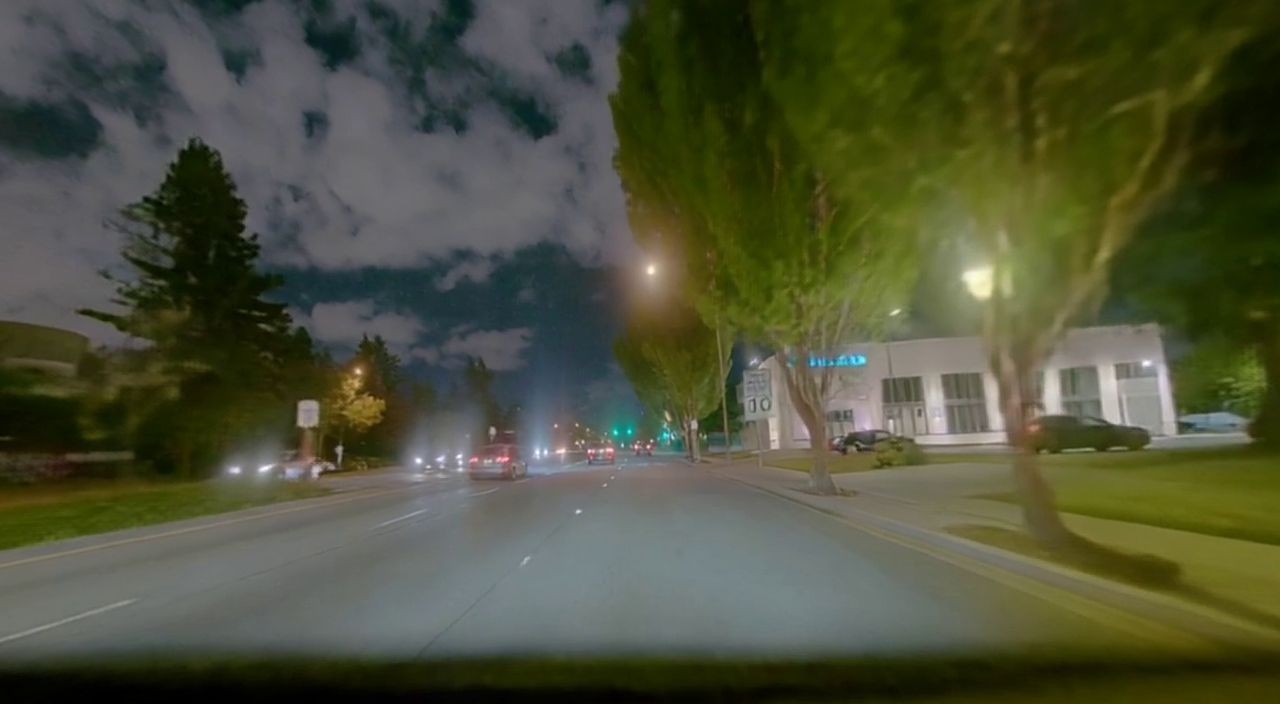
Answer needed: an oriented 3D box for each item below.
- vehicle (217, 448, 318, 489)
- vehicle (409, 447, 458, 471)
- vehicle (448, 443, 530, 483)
[{"bbox_3d":[-17.589,5.475,30.067,2.027,1.773,4.501,0,-9,0],"label":"vehicle"},{"bbox_3d":[-13.630,7.055,41.842,1.937,1.526,4.530,0,-9,-3],"label":"vehicle"},{"bbox_3d":[-5.813,4.319,24.873,2.072,1.427,4.328,0,-9,1],"label":"vehicle"}]
